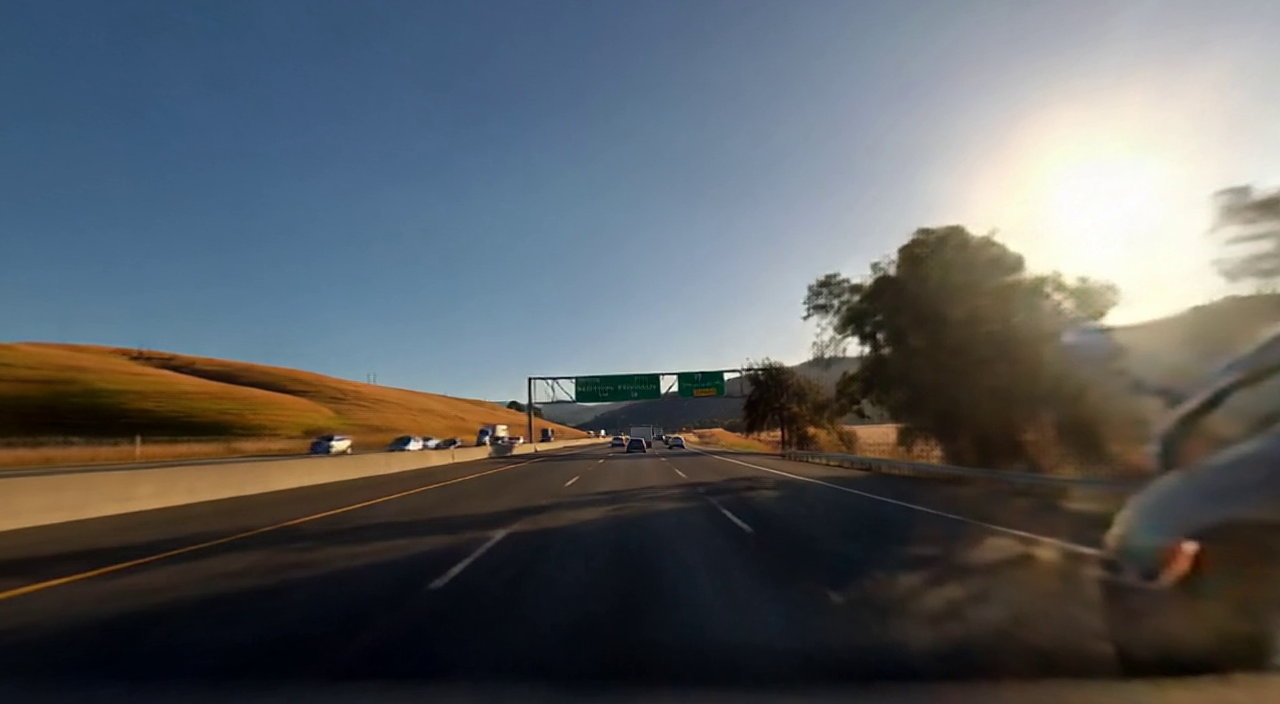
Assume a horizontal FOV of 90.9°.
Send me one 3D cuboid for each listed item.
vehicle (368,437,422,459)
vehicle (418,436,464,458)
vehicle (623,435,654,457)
[{"bbox_3d":[-18.320,7.183,47.334,2.050,1.481,4.906,0,-8,1],"label":"vehicle"},{"bbox_3d":[-14.154,6.754,44.955,1.976,1.489,3.932,0,-8,1],"label":"vehicle"},{"bbox_3d":[-0.129,6.717,45.270,2.140,1.475,3.969,0,-8,0],"label":"vehicle"}]
